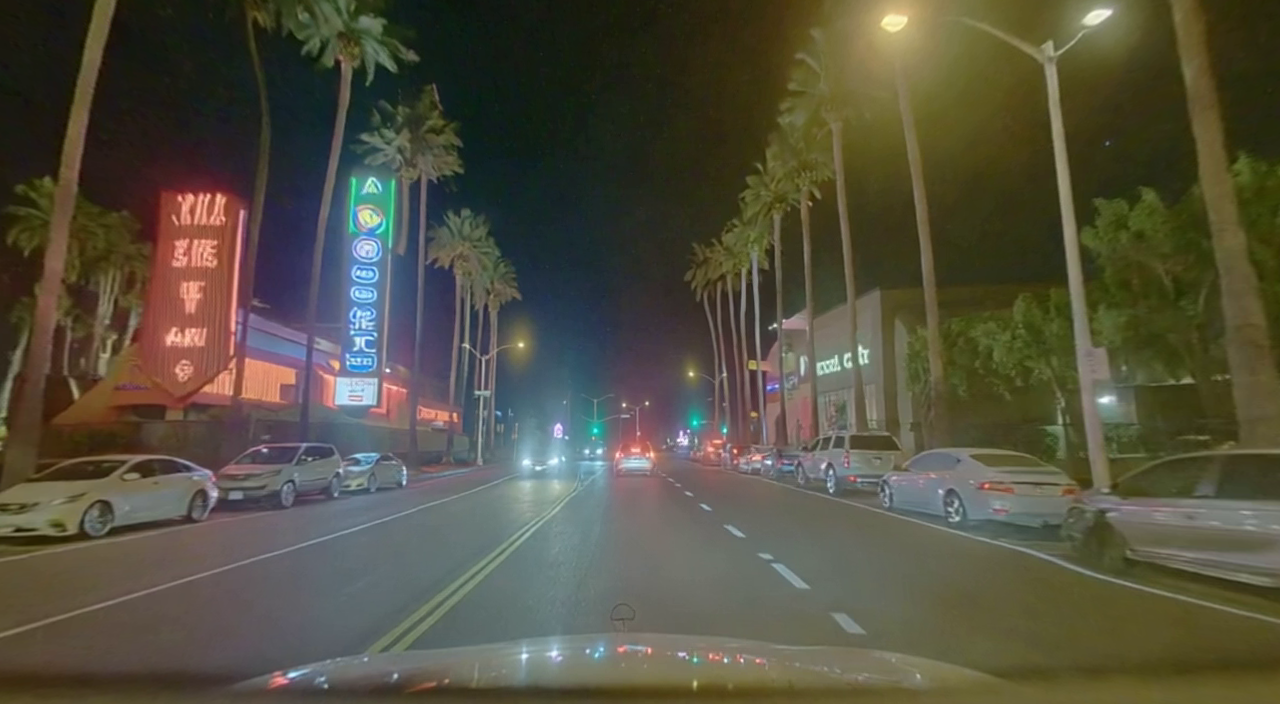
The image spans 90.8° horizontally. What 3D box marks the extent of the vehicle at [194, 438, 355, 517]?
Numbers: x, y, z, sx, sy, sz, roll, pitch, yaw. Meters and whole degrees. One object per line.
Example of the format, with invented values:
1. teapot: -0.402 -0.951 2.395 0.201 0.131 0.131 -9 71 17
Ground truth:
1. vehicle: -9.791 3.319 17.440 1.818 1.740 4.555 -3 -7 -1

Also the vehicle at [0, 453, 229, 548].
1. vehicle: -9.908 2.661 11.973 1.640 1.461 3.936 0 -9 -1

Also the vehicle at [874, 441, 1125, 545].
1. vehicle: 6.210 2.437 11.774 1.786 1.492 4.874 0 -8 0

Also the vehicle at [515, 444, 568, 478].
1. vehicle: -4.524 5.026 29.506 1.916 1.453 4.315 0 -8 -2

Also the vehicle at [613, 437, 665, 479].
1. vehicle: -0.078 4.627 27.798 2.063 1.664 4.471 0 -8 -1

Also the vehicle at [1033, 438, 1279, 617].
1. vehicle: 6.394 1.616 6.188 1.864 1.515 4.763 0 -8 -3

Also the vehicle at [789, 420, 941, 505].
1. vehicle: 6.279 3.166 18.628 2.257 2.074 5.857 0 -8 0
